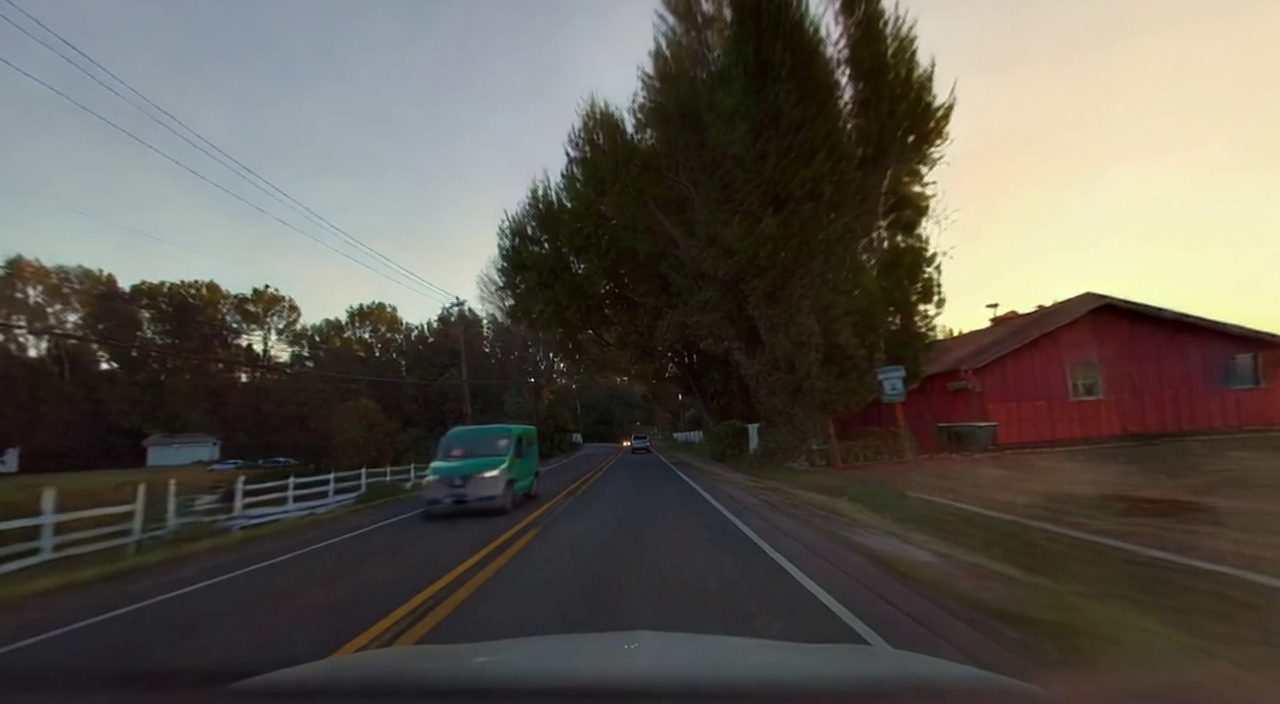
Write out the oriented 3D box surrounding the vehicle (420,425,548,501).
[{"bbox_3d":[-3.859,2.858,16.599,2.217,1.704,4.418,0,-8,0],"label":"vehicle"}]
